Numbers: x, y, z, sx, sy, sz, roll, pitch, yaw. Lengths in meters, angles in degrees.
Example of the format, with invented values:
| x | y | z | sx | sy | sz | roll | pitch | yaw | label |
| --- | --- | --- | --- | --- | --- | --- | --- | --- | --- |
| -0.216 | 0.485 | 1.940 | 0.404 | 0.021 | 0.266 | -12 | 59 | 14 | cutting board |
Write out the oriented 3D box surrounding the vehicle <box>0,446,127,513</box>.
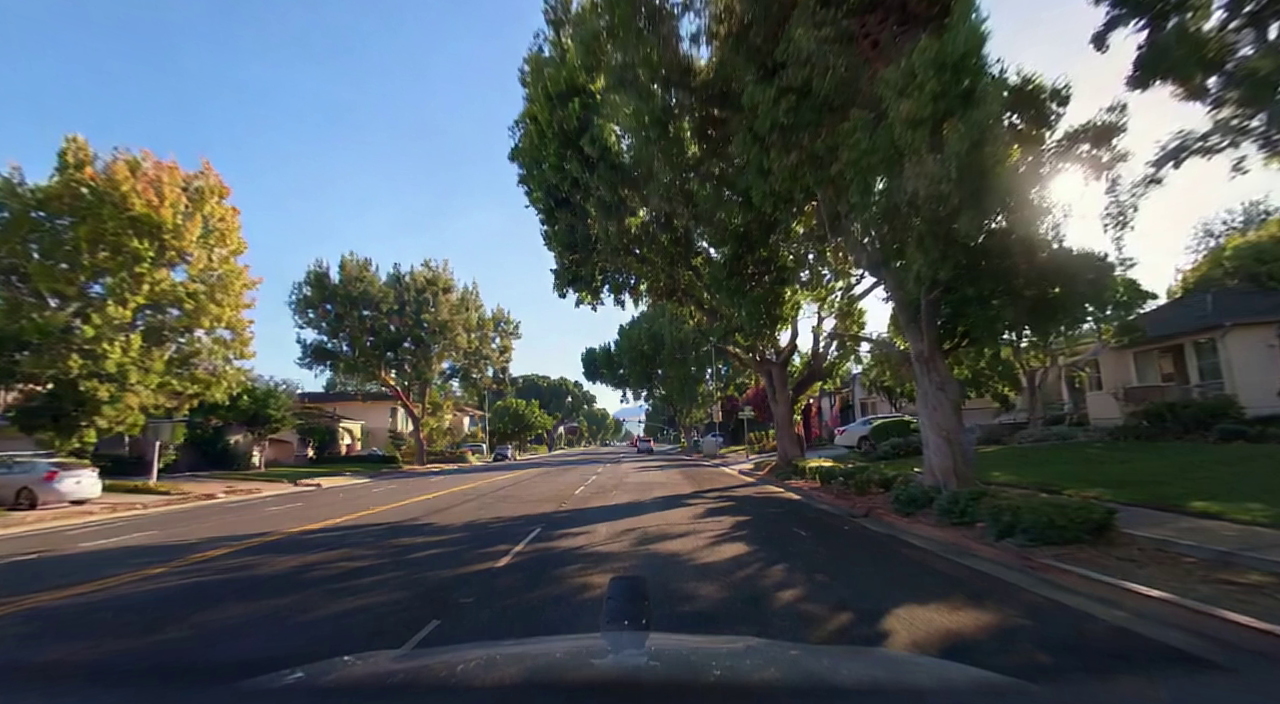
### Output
| x | y | z | sx | sy | sz | roll | pitch | yaw | label |
| --- | --- | --- | --- | --- | --- | --- | --- | --- | --- |
| -19.675 | 4.203 | 21.263 | 1.926 | 2.039 | 3.339 | 0 | -8 | -4 | vehicle |

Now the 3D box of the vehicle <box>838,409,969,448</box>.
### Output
| x | y | z | sx | sy | sz | roll | pitch | yaw | label |
| --- | --- | --- | --- | --- | --- | --- | --- | --- | --- |
| 11.363 | 3.396 | 27.564 | 4.996 | 1.563 | 1.984 | -3 | -9 | 15 | vehicle |
